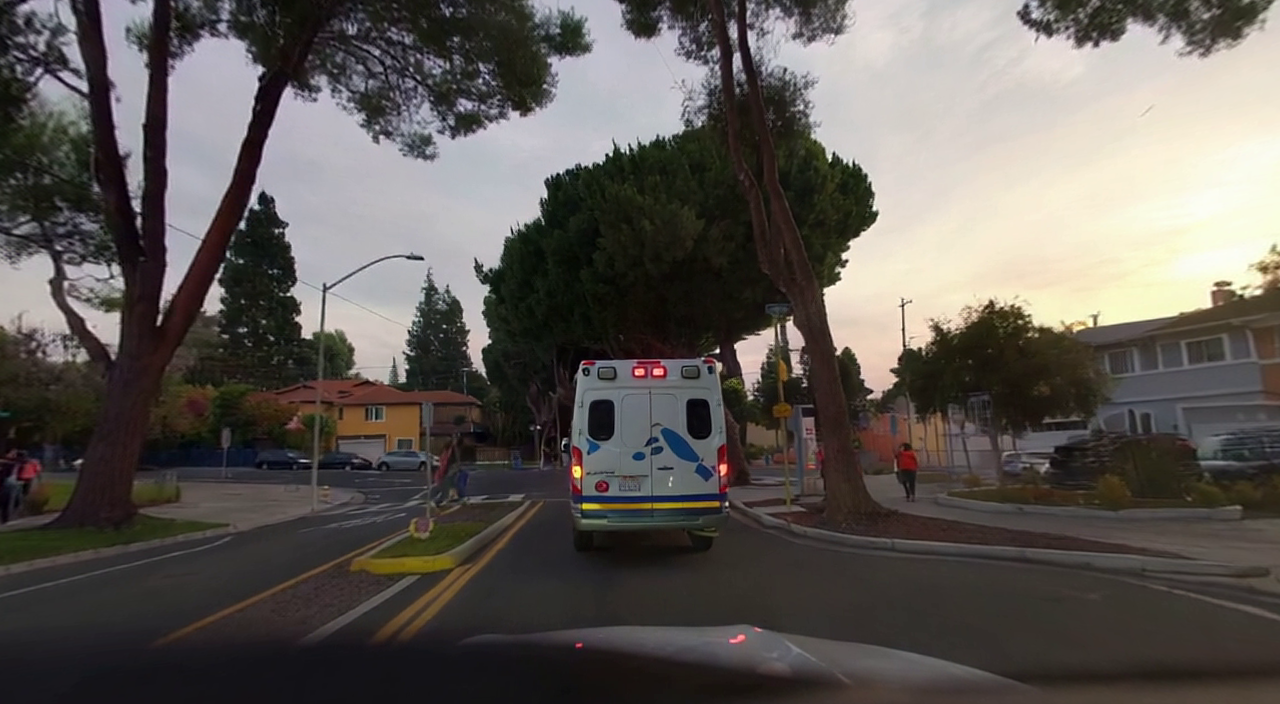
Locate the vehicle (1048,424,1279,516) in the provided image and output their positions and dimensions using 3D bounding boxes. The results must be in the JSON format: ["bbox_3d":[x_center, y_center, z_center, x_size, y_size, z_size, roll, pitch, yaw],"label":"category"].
[{"bbox_3d":[13.237,2.766,15.061,5.270,1.966,2.329,-2,-9,11],"label":"vehicle"}]

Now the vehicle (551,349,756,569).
[{"bbox_3d":[0.158,1.681,10.440,2.444,2.640,5.482,0,-8,0],"label":"vehicle"}]

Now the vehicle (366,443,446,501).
[{"bbox_3d":[-8.385,4.132,22.351,2.290,1.776,4.947,3,-9,-23],"label":"vehicle"}]
